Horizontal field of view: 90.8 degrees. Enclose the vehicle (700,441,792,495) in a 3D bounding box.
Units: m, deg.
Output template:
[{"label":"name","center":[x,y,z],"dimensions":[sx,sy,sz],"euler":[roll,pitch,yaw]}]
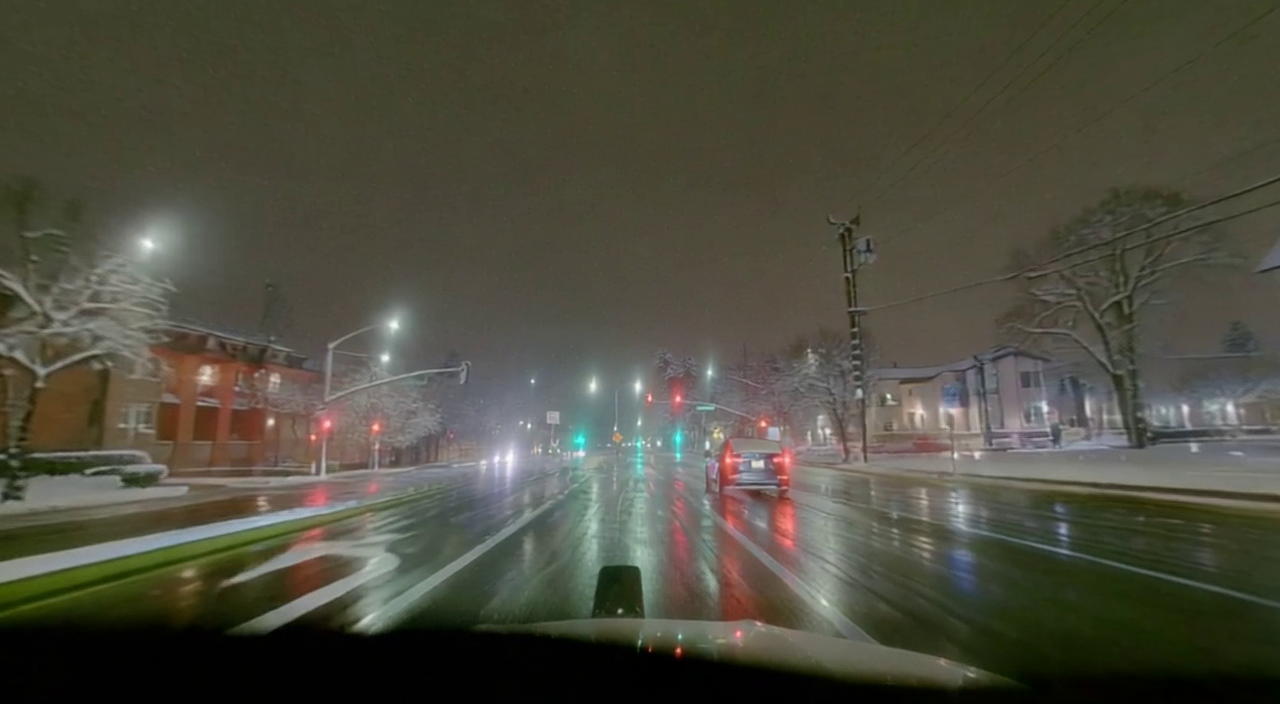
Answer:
[{"label":"vehicle","center":[3.070,3.465,19.269],"dimensions":[1.964,1.448,4.295],"euler":[0,-8,-1]}]
